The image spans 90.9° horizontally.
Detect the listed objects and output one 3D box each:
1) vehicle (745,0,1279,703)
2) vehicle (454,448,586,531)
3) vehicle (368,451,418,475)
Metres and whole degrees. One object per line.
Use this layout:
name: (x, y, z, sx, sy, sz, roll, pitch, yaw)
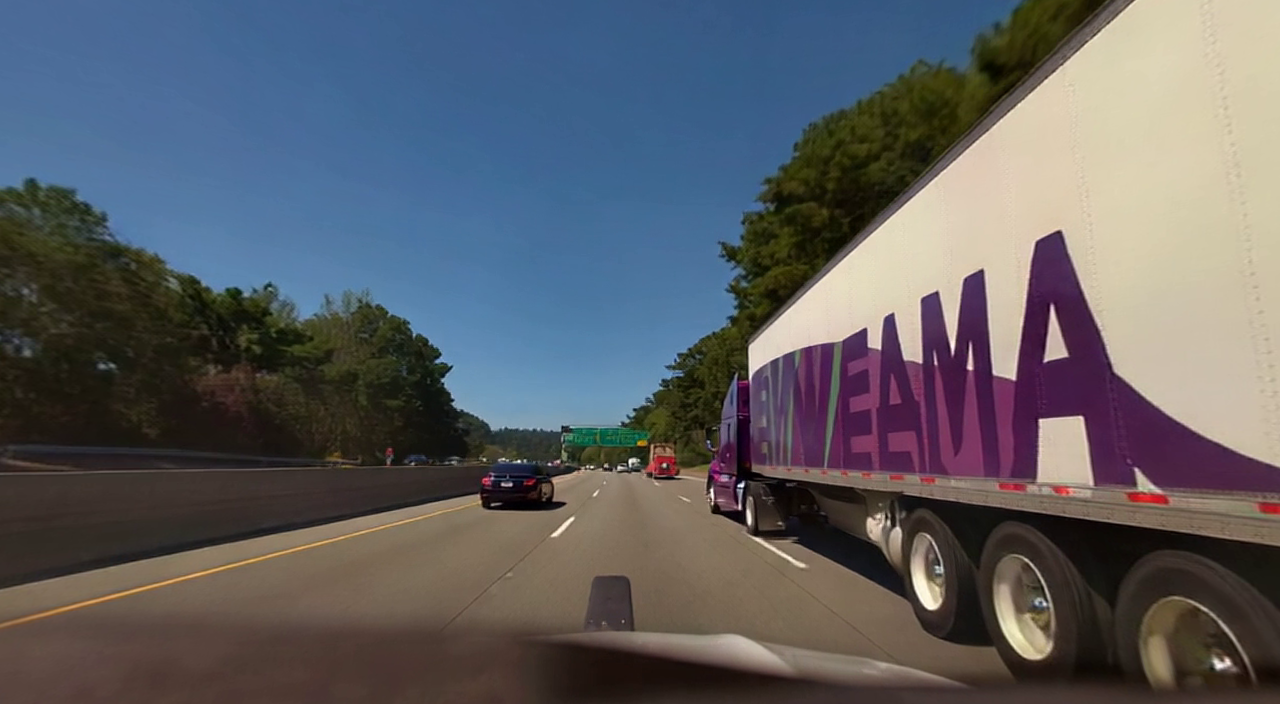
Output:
vehicle: (3.818, 0.598, 6.798, 2.856, 4.040, 14.009, 1, -10, -1)
vehicle: (-2.603, 3.183, 15.021, 2.010, 1.580, 4.949, 0, -10, 2)
vehicle: (-16.621, 7.537, 42.635, 1.797, 1.497, 3.967, 1, -10, -1)
